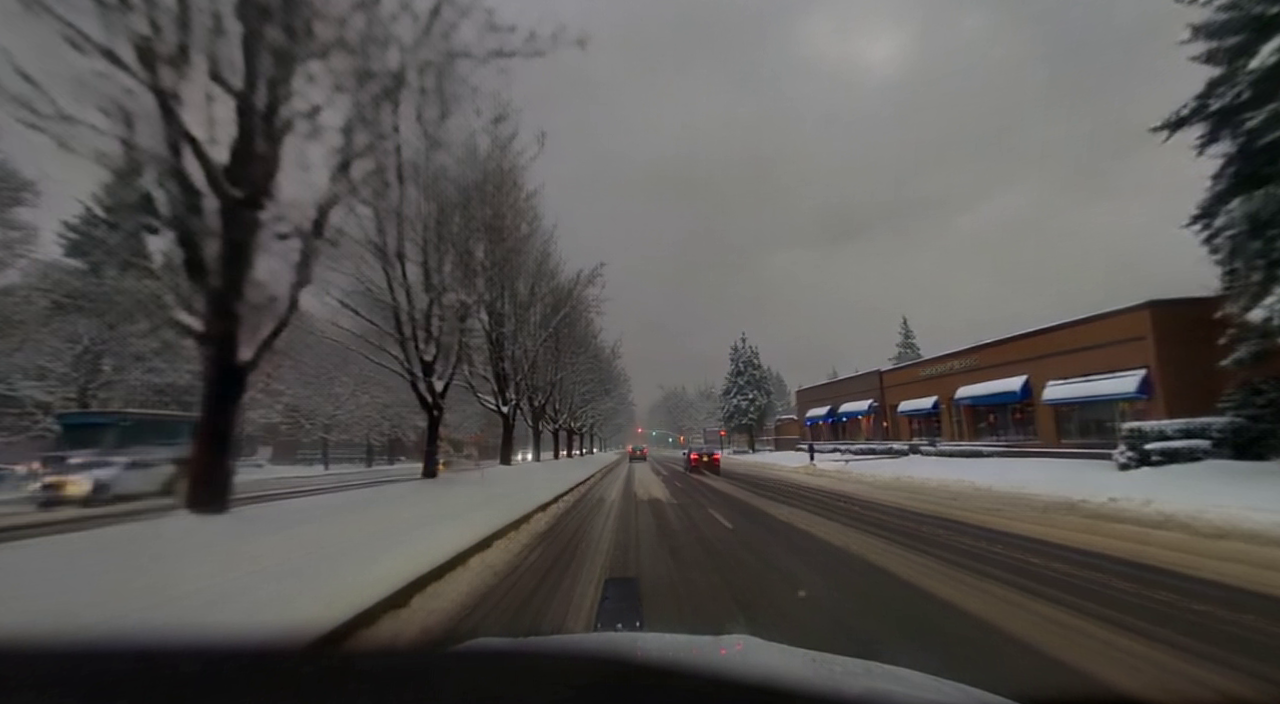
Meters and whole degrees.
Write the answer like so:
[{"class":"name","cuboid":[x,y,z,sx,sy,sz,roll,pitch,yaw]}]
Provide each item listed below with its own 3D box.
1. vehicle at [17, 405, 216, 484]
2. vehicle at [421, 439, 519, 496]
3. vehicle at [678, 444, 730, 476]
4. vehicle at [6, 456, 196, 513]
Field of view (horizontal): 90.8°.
[{"class":"vehicle","cuboid":[-27.778,5.029,34.363,2.804,3.714,8.815,0,-9,3]},{"class":"vehicle","cuboid":[-5.400,3.706,20.678,2.100,1.639,4.268,0,-9,-1]},{"class":"vehicle","cuboid":[3.120,5.377,31.603,1.983,1.482,4.463,0,-9,-2]},{"class":"vehicle","cuboid":[-16.235,3.967,19.426,1.989,1.466,4.349,0,-9,0]}]
